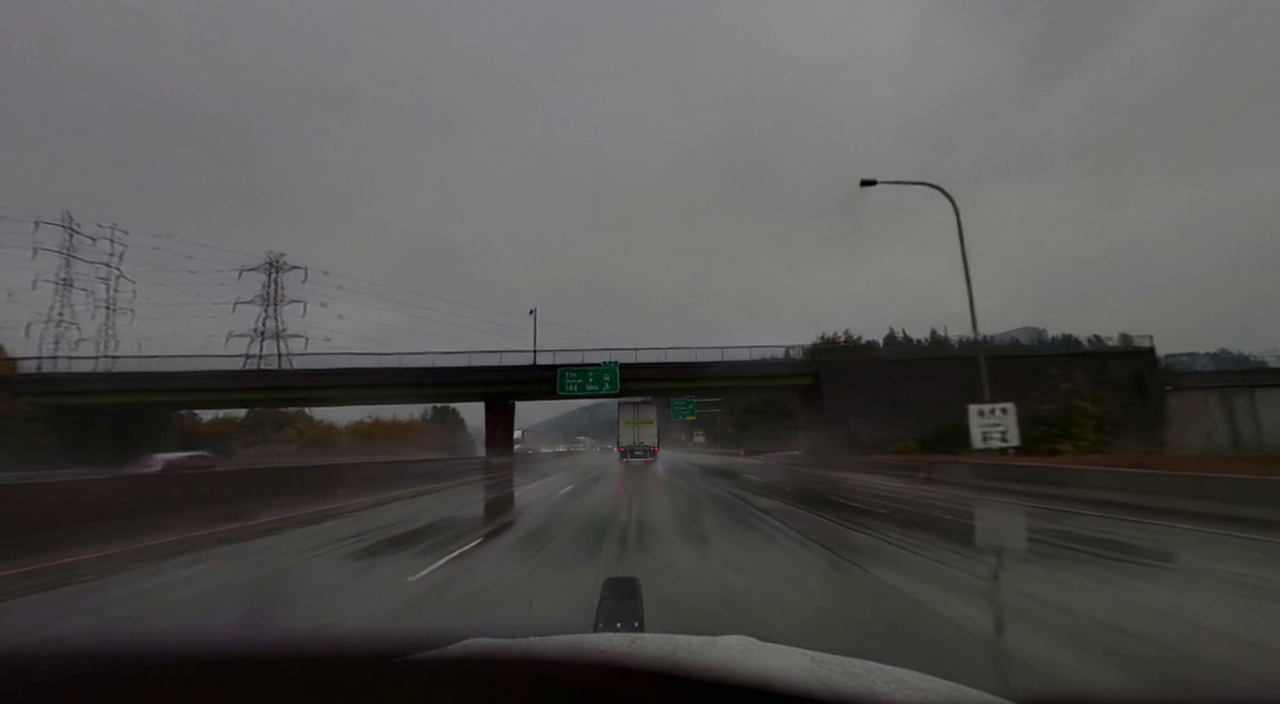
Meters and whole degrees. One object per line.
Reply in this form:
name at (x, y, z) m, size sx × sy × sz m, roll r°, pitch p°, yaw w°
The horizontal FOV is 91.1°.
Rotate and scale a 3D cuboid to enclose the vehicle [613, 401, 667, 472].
vehicle at (-0.122, 5.753, 42.149) m, size 3.025 × 4.002 × 12.709 m, roll 0°, pitch -9°, yaw -1°
